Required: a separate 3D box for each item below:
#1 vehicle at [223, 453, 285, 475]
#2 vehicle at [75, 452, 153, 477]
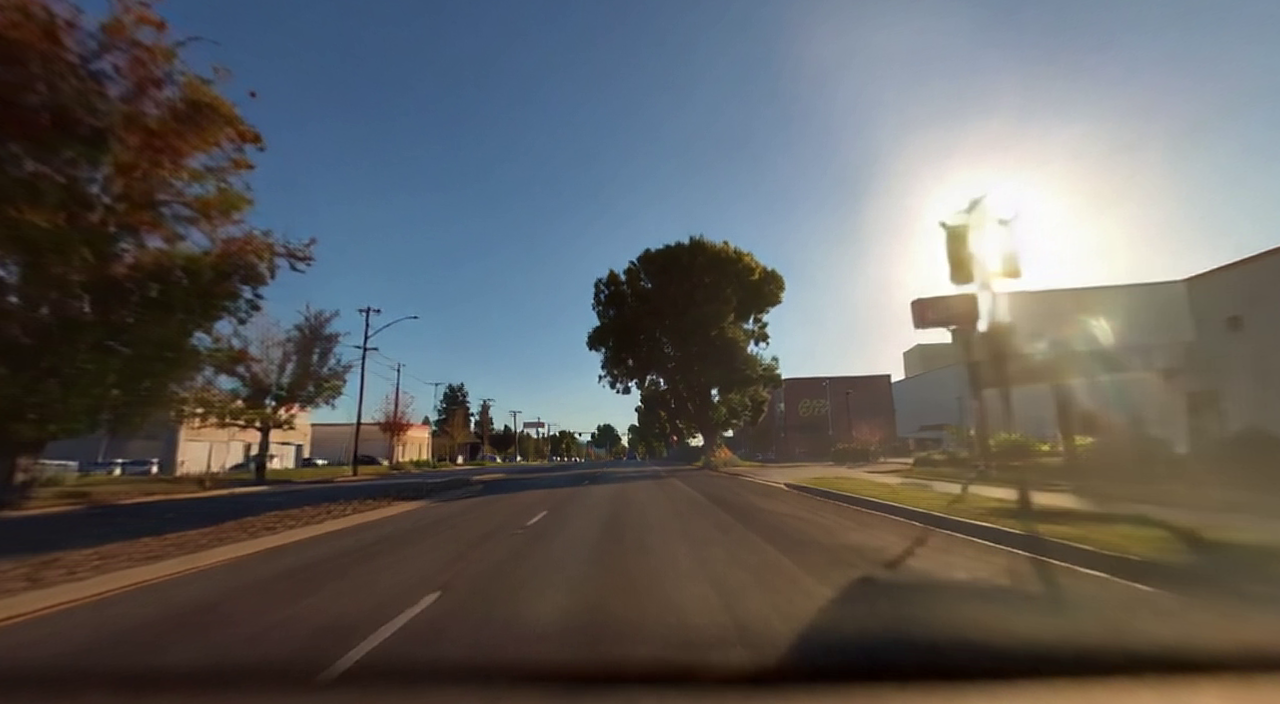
[{"bbox_3d":[-28.015,8.130,46.109,1.808,1.441,4.386,0,-9,-1],"label":"vehicle"},{"bbox_3d":[-37.792,8.056,45.615,1.903,1.674,4.493,1,-9,-3],"label":"vehicle"}]
